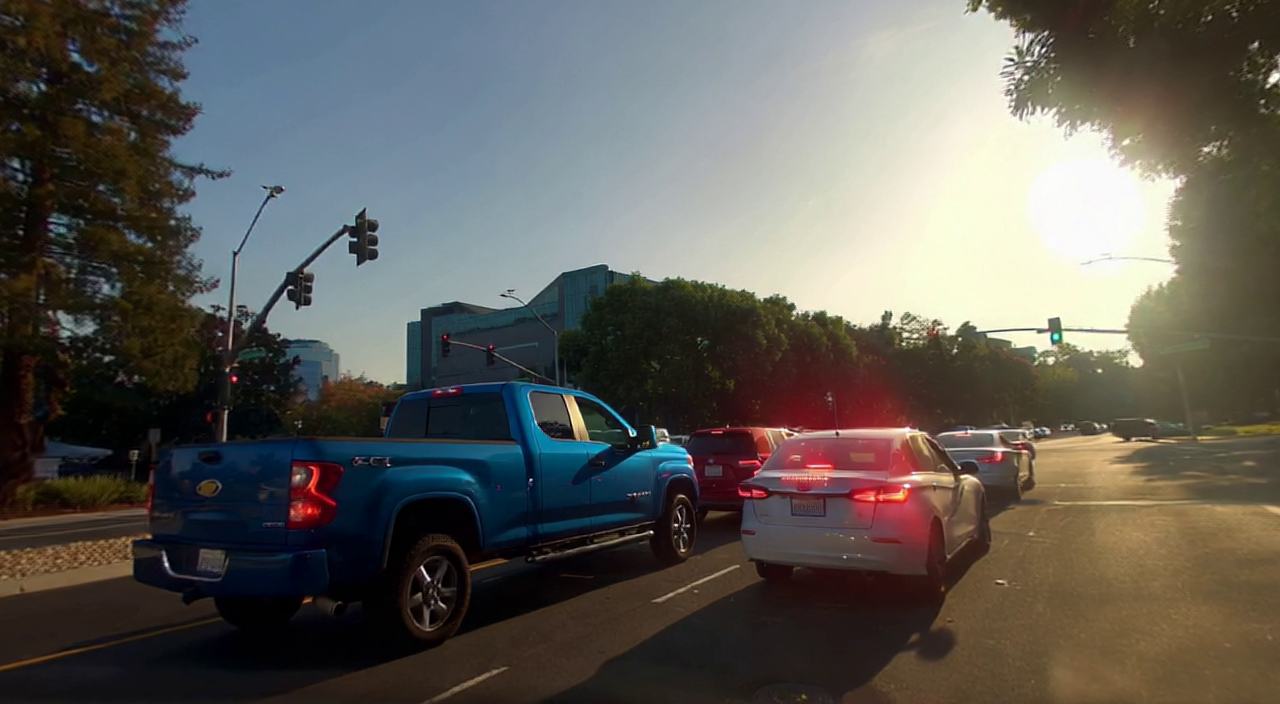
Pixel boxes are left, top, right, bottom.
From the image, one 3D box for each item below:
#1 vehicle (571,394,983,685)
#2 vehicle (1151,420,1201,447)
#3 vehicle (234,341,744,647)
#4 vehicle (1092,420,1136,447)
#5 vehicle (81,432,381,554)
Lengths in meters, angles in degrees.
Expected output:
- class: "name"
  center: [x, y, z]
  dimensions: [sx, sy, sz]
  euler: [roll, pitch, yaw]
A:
- class: "vehicle"
  center: [1.718, 1.378, 5.990]
  dimensions: [2.027, 1.549, 4.801]
  euler: [-6, -10, 35]
- class: "vehicle"
  center: [35.762, 5.479, 42.194]
  dimensions: [2.183, 1.714, 4.491]
  euler: [-7, -11, 37]
- class: "vehicle"
  center: [-0.877, 1.398, 7.463]
  dimensions: [2.272, 2.016, 6.146]
  euler: [-5, -10, 27]
- class: "vehicle"
  center: [32.792, 5.677, 43.726]
  dimensions: [2.160, 1.790, 4.303]
  euler: [-6, -10, 35]
- class: "vehicle"
  center: [-8.347, 2.797, 13.446]
  dimensions: [2.174, 2.057, 4.738]
  euler: [-6, -10, 33]
